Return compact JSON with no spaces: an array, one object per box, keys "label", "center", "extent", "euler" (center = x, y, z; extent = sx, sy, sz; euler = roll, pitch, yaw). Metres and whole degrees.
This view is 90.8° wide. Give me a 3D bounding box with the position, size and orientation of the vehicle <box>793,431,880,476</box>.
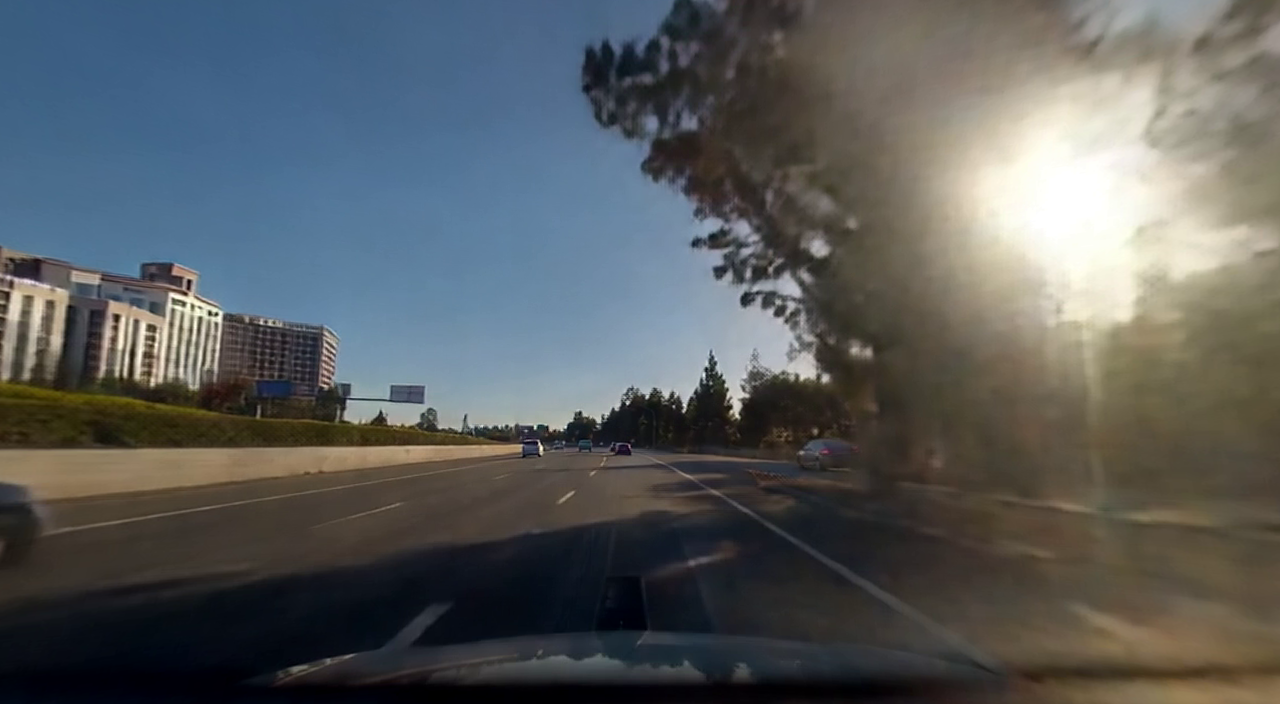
[{"label":"vehicle","center":[8.369,4.383,27.403],"extent":[2.023,1.782,4.193],"euler":[1,-9,-6]}]
